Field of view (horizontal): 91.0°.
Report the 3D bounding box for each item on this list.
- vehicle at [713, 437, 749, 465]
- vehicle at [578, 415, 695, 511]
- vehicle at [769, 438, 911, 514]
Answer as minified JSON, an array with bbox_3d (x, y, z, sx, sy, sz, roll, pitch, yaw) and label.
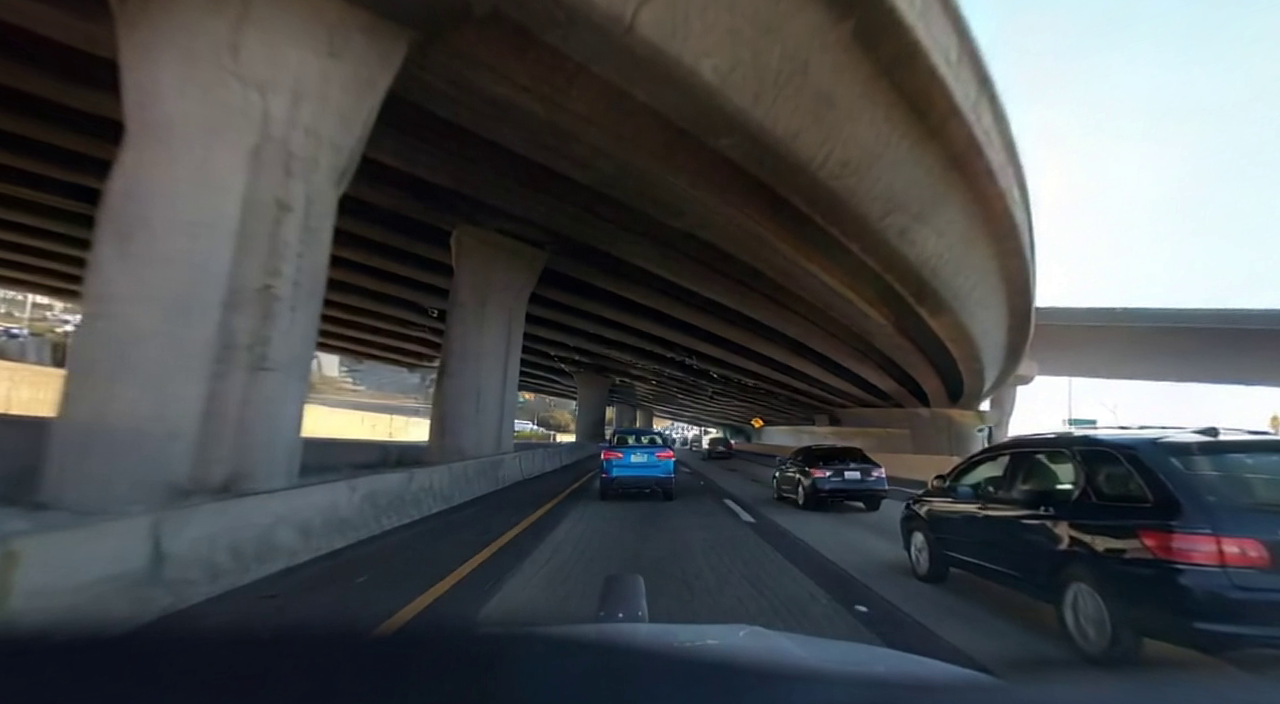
[{"bbox_3d":[5.911,6.473,41.231,2.047,1.700,4.069,-1,-9,5],"label":"vehicle"},{"bbox_3d":[0.019,2.502,14.601,2.264,1.841,4.583,0,-9,2],"label":"vehicle"},{"bbox_3d":[4.424,2.786,14.671,2.047,1.500,4.017,0,-9,1],"label":"vehicle"}]
